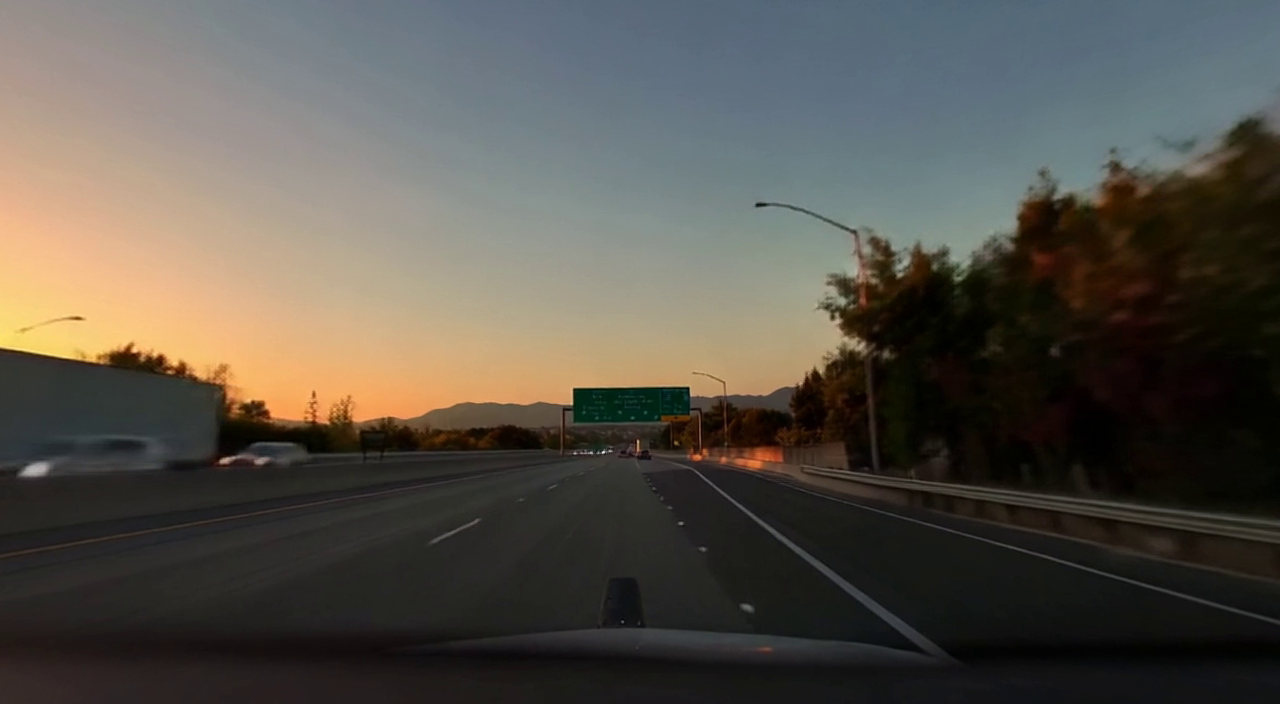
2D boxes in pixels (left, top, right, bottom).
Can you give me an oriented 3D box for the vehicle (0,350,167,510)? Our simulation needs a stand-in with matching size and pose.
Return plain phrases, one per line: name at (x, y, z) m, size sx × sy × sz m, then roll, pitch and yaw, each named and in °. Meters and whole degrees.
vehicle at (-18.155, 2.141, 17.051) m, size 3.044 × 4.093 × 10.129 m, roll 0°, pitch -9°, yaw -2°
